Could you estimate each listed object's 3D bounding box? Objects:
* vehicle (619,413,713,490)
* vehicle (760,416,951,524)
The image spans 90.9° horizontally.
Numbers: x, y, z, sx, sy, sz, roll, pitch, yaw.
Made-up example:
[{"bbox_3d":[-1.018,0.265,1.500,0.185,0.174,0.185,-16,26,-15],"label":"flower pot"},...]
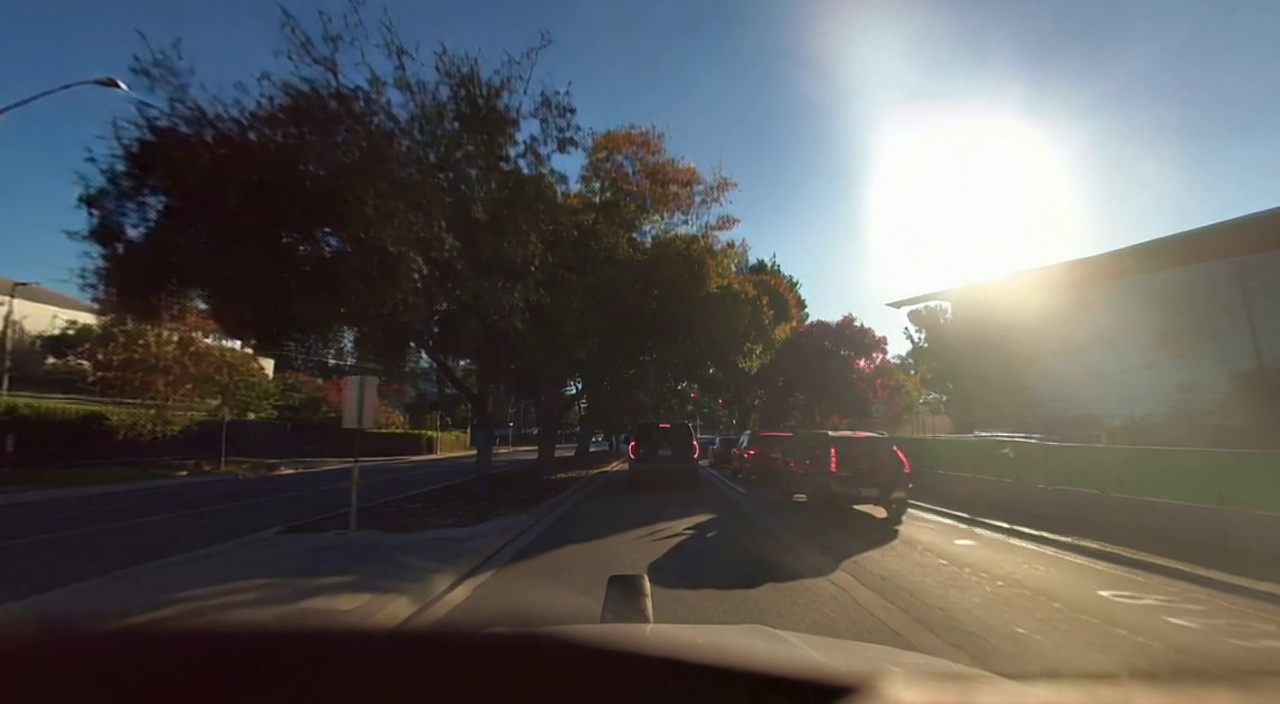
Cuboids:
[{"bbox_3d":[0.724,2.859,18.267,2.386,1.947,4.168,-1,-8,2],"label":"vehicle"},{"bbox_3d":[3.909,2.259,12.560,2.138,1.699,4.852,0,-8,1],"label":"vehicle"}]
